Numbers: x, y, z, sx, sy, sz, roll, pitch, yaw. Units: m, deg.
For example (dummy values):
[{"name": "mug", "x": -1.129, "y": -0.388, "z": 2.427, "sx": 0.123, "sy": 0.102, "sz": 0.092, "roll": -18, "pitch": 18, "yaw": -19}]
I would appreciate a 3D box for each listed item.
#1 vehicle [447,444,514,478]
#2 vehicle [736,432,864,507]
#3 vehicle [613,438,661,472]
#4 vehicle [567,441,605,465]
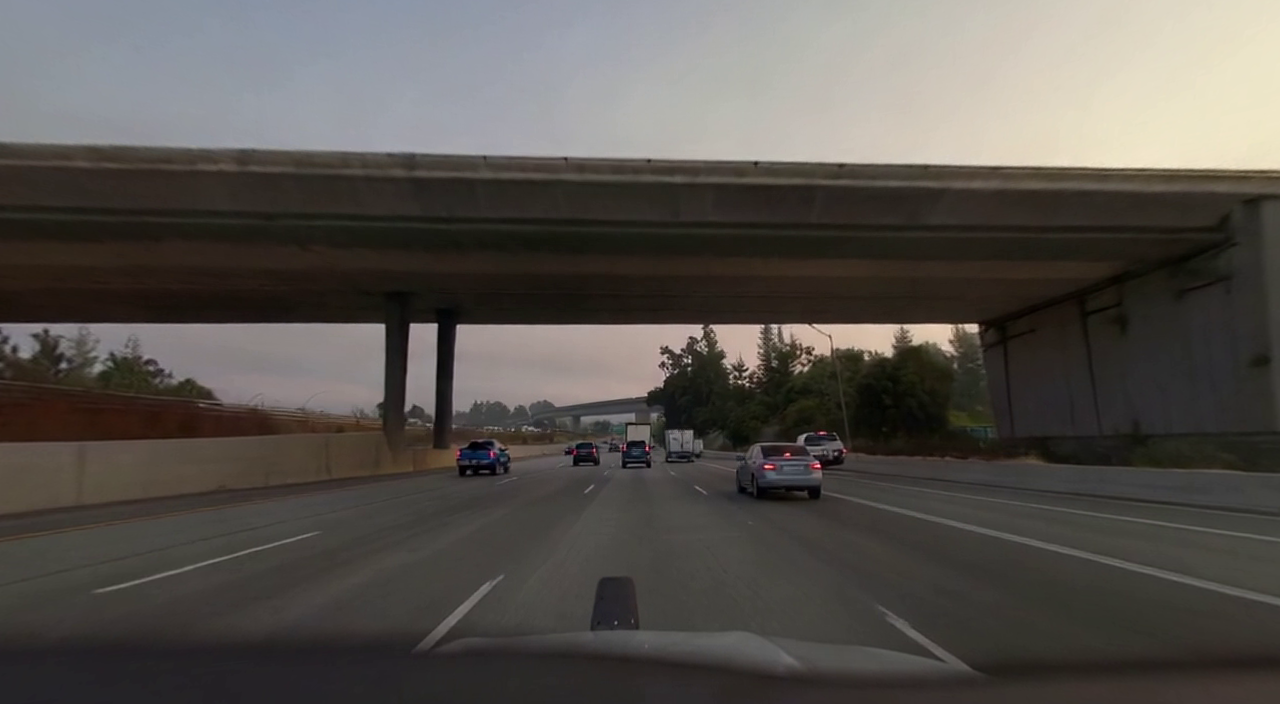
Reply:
[{"name": "vehicle", "x": -7.393, "y": 5.074, "z": 29.746, "sx": 1.947, "sy": 1.444, "sz": 4.595, "roll": 0, "pitch": -9, "yaw": 0}, {"name": "vehicle", "x": 3.881, "y": 2.939, "z": 16.140, "sx": 2.119, "sy": 1.653, "sz": 4.000, "roll": 0, "pitch": -9, "yaw": -2}, {"name": "vehicle", "x": -0.181, "y": 5.930, "z": 36.544, "sx": 2.572, "sy": 1.837, "sz": 5.693, "roll": 0, "pitch": -9, "yaw": 0}, {"name": "vehicle", "x": -4.145, "y": 7.884, "z": 49.388, "sx": 2.535, "sy": 1.715, "sz": 5.030, "roll": 0, "pitch": -9, "yaw": -1}]
